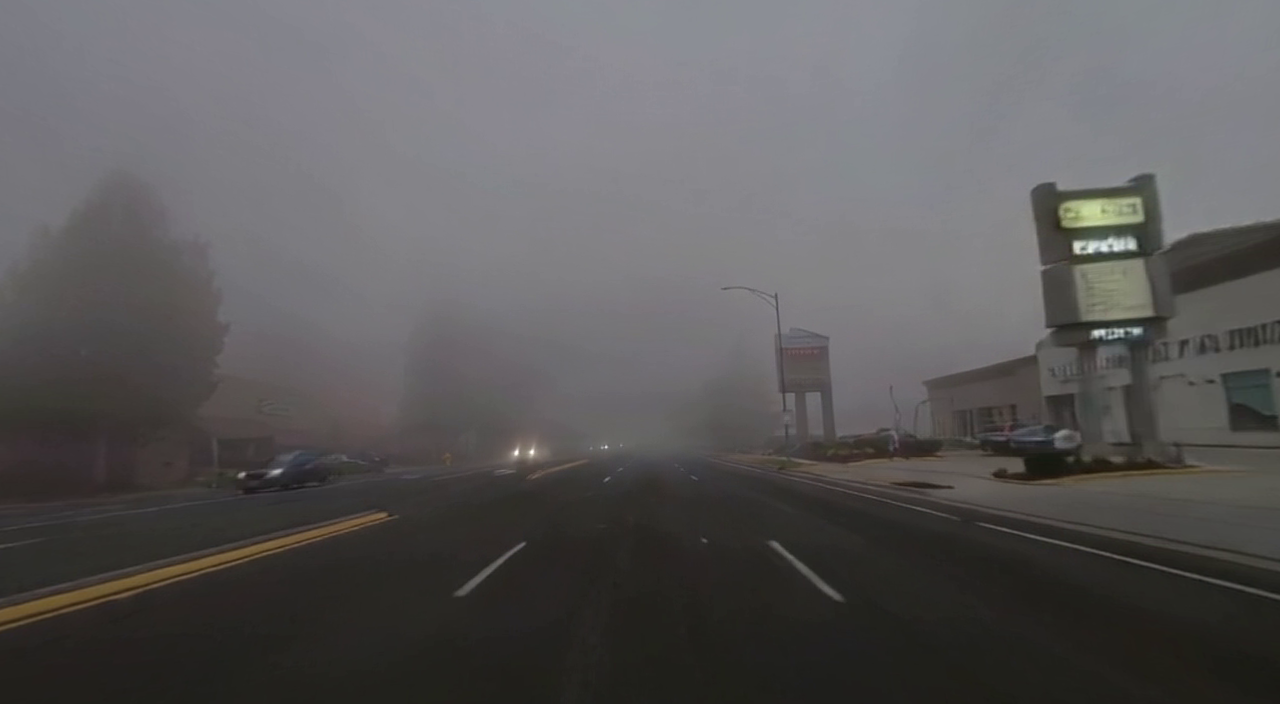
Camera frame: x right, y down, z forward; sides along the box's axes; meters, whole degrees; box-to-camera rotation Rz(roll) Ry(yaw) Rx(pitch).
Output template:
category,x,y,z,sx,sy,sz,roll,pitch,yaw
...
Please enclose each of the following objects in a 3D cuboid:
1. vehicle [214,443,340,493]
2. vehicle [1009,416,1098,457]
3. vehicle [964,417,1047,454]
category,x,y,z,sx,sy,sz,roll,pitch,yaw
vehicle,-13.379,4.266,23.694,1.961,1.670,4.583,0,-8,1
vehicle,17.846,3.663,27.227,4.277,1.605,1.920,7,-11,-40
vehicle,17.967,4.135,30.946,4.704,1.652,1.948,7,-11,-40
